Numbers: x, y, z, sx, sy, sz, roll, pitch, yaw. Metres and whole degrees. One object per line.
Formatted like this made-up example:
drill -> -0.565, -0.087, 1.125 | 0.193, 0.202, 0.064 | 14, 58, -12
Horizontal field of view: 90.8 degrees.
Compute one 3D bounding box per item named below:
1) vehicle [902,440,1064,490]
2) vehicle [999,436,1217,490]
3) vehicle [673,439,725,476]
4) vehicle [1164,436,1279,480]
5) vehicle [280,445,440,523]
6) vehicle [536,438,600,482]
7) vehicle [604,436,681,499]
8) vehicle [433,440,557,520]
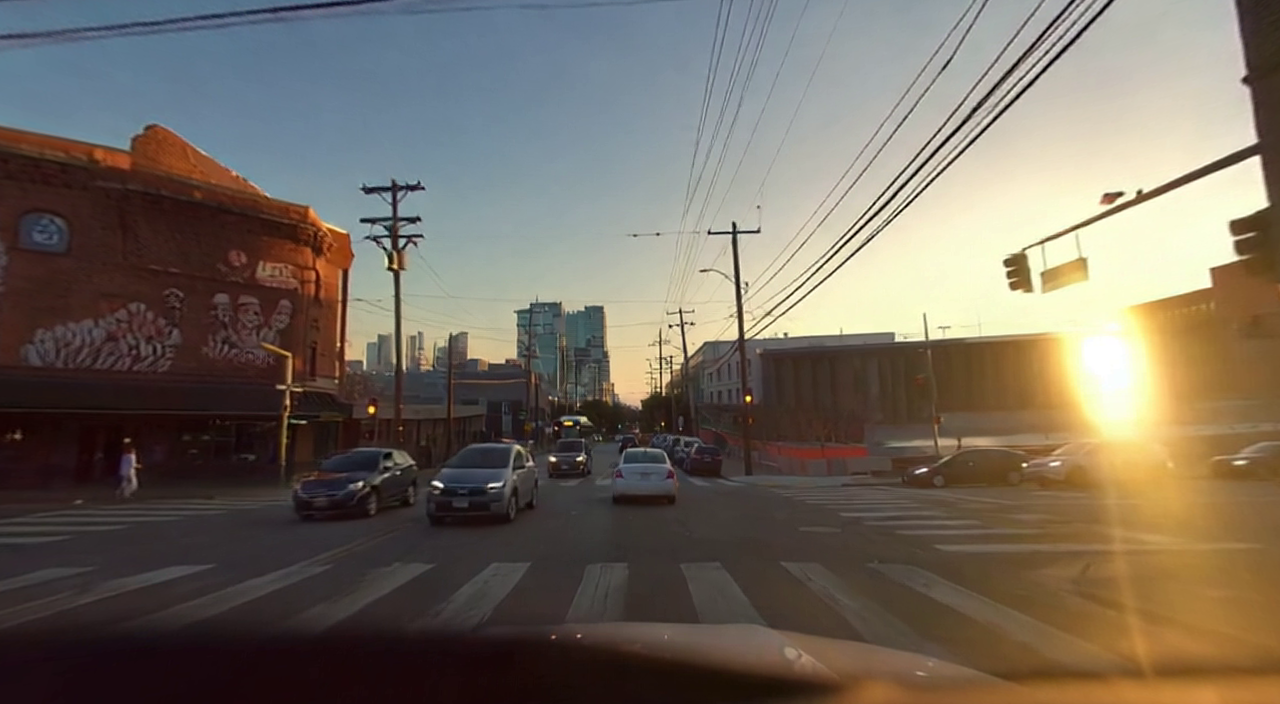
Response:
vehicle -> 12.136, 4.021, 22.599 | 4.576, 1.650, 1.980 | -1, -9, 2
vehicle -> 14.247, 3.399, 19.484 | 5.045, 1.527, 2.107 | 0, -9, -1
vehicle -> 2.987, 5.486, 32.840 | 2.171, 1.751, 4.373 | 0, -10, -1
vehicle -> 23.067, 4.034, 24.158 | 4.284, 1.551, 1.909 | 0, -9, -1
vehicle -> -7.062, 3.350, 16.707 | 1.892, 1.706, 5.224 | 0, -9, -1
vehicle -> -3.449, 5.376, 31.693 | 2.474, 1.926, 5.823 | 0, -9, 1
vehicle -> 0.038, 3.623, 20.106 | 2.190, 1.783, 4.048 | 0, -9, -1
vehicle -> -3.349, 3.037, 15.451 | 2.055, 1.660, 3.954 | 0, -9, 0
